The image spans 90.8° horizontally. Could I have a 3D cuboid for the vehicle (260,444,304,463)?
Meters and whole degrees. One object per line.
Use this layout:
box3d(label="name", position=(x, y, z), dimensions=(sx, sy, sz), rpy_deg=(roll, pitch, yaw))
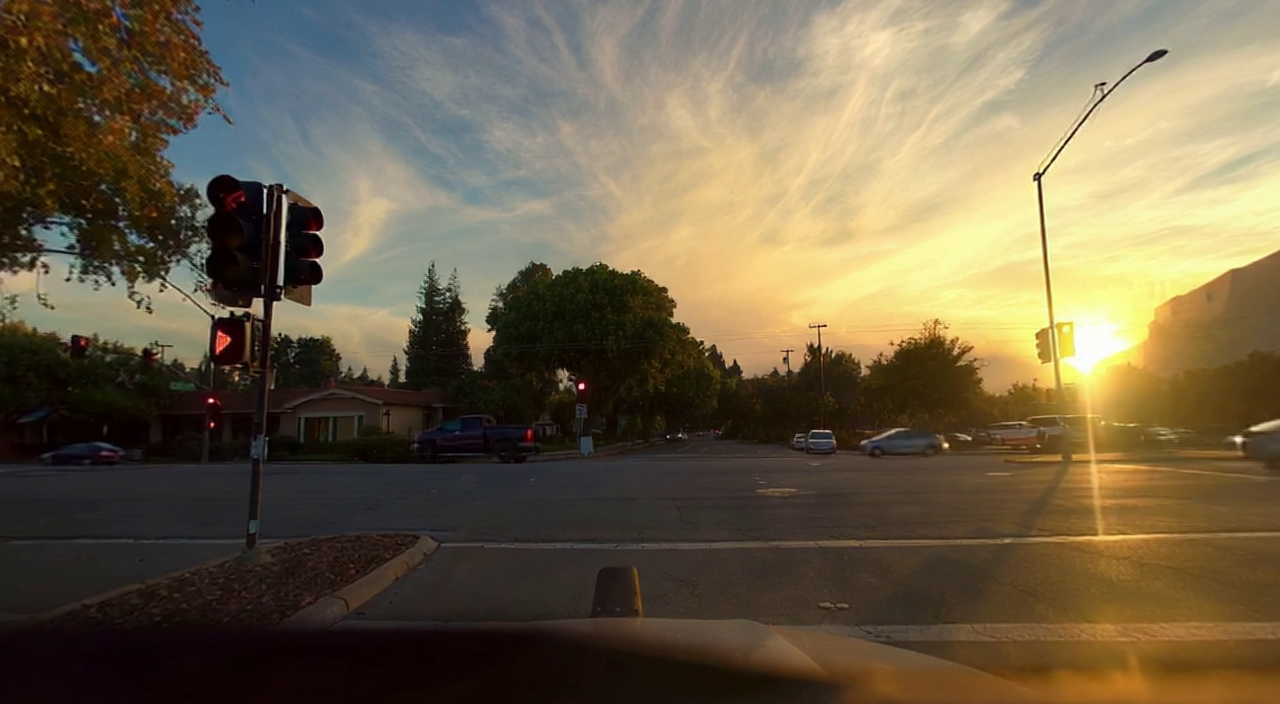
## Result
box3d(label="vehicle", position=(-28.044, 7.916, 49.566), dimensions=(2.235, 1.417, 4.272), rpy_deg=(3, -9, -20))

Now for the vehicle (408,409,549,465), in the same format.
box3d(label="vehicle", position=(-9.732, 5.168, 38.330), dimensions=(7.790, 3.197, 2.653), rpy_deg=(-2, -9, 10))

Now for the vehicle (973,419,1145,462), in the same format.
box3d(label="vehicle", position=(15.021, 3.210, 22.915), dimensions=(4.749, 1.461, 1.892), rpy_deg=(-1, -9, 9))

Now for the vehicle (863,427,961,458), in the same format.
box3d(label="vehicle", position=(14.381, 4.834, 33.657), dimensions=(4.370, 1.592, 1.886), rpy_deg=(-2, -9, 10))

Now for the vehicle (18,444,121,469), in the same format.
box3d(label="vehicle", position=(-35.045, 6.410, 38.842), dimensions=(4.860, 1.441, 1.934), rpy_deg=(-2, -8, 9))
